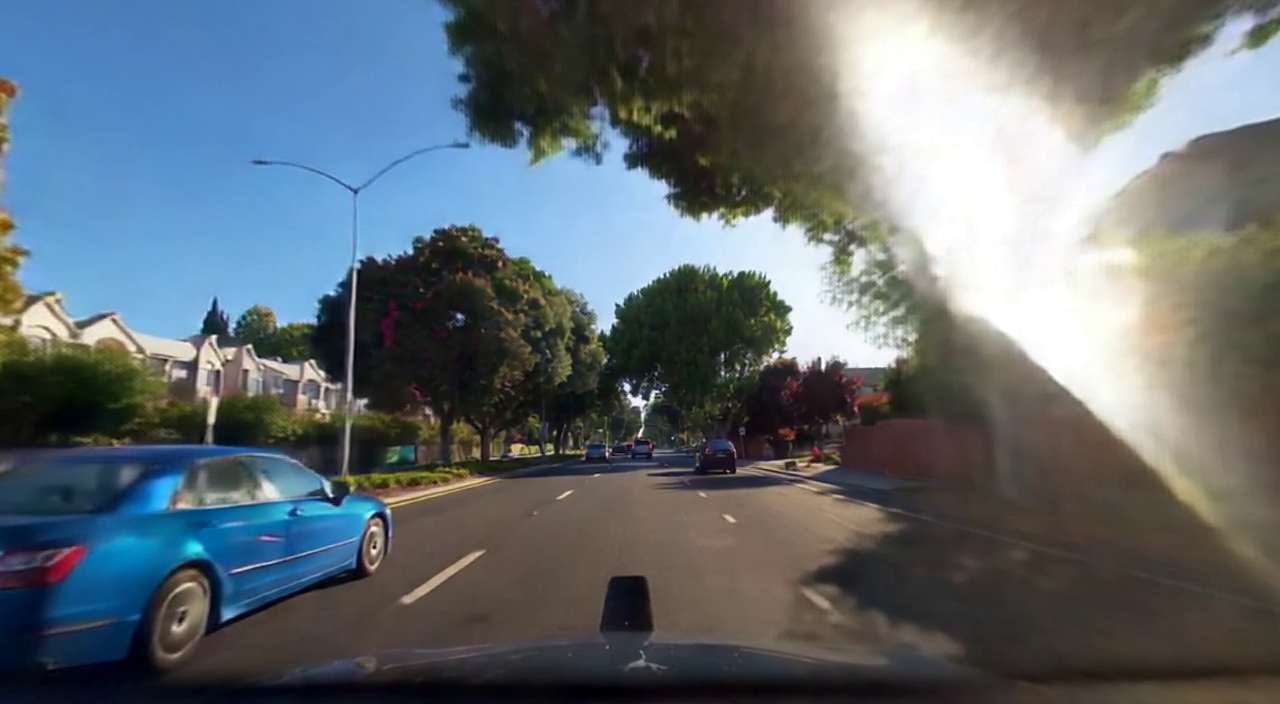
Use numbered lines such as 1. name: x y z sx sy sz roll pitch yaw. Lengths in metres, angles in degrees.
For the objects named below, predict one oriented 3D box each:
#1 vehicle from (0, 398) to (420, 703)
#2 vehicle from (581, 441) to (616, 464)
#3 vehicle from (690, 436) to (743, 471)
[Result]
1. vehicle: -3.537 1.224 4.402 2.091 1.503 4.989 0 -8 1
2. vehicle: -2.721 6.723 42.265 1.940 1.473 4.133 0 -8 2
3. vehicle: 3.912 5.276 33.024 2.182 1.688 4.187 0 -8 -1
